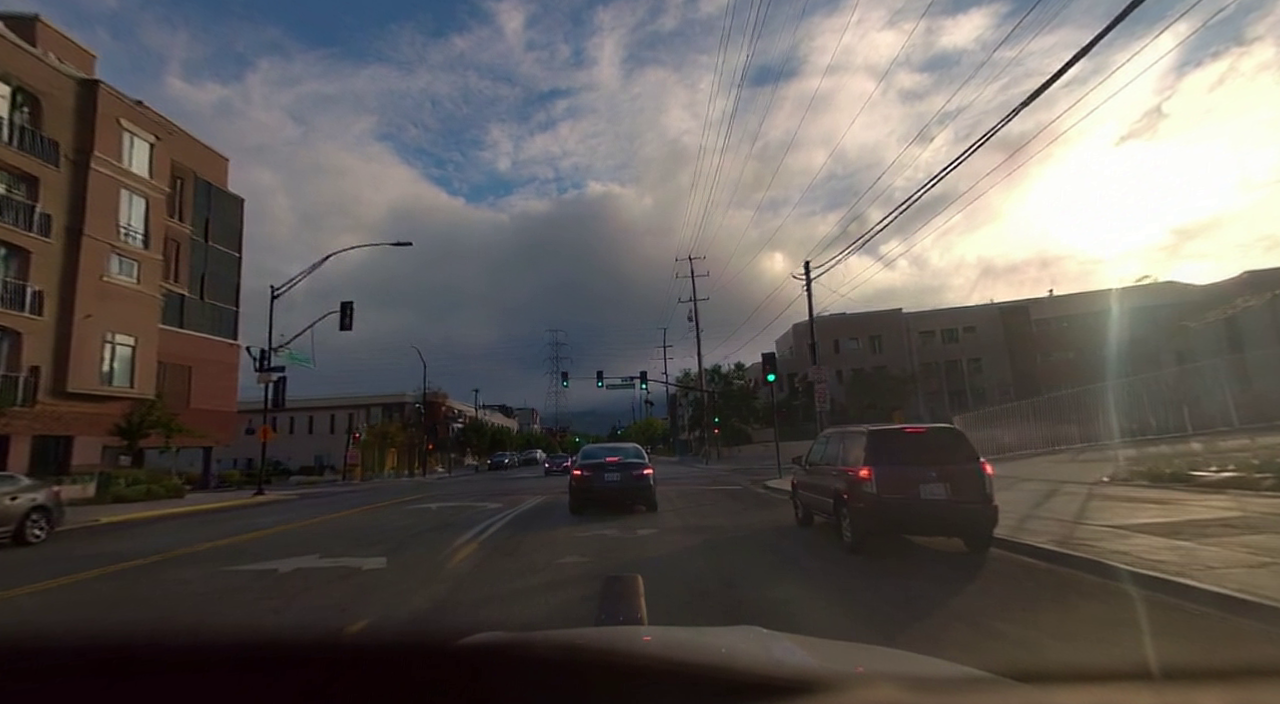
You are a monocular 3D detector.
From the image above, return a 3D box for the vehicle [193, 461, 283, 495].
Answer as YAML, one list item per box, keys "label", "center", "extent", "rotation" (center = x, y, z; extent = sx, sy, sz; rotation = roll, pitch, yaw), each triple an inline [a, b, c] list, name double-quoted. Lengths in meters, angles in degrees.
- label: "vehicle"
  center: [-25.296, 7.949, 39.864]
  extent: [4.337, 1.739, 1.981]
  rotation: [-5, -11, 2]

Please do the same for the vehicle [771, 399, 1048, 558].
- label: "vehicle"
  center: [3.832, 1.924, 10.328]
  extent: [2.248, 1.945, 5.011]
  rotation: [0, -9, -1]

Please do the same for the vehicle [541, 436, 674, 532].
- label: "vehicle"
  center: [-0.492, 2.338, 11.789]
  extent: [2.019, 1.453, 4.129]
  rotation: [0, -8, 0]
